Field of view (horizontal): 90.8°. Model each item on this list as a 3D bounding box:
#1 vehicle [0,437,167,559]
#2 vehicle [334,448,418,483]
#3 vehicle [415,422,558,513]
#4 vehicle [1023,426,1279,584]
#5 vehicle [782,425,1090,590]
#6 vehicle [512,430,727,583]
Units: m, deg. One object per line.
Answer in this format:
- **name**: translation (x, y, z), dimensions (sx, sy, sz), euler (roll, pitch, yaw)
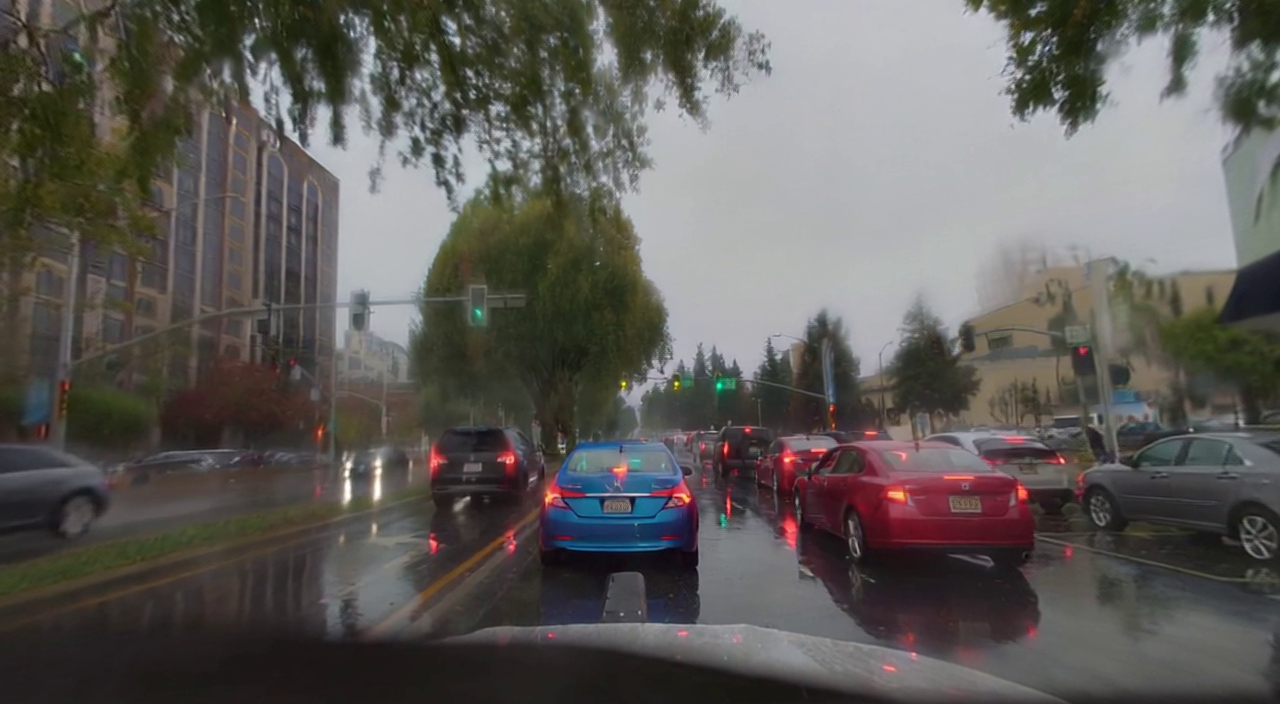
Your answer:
- **vehicle**: translation (-8.816, 1.829, 7.995), dimensions (1.966, 1.469, 4.714), euler (0, -9, 1)
- **vehicle**: translation (-12.238, 5.247, 29.619), dimensions (1.872, 1.463, 4.455), euler (0, -8, 2)
- **vehicle**: translation (-3.446, 2.710, 15.396), dimensions (2.160, 1.823, 5.115), euler (0, -8, 1)
- **vehicle**: translation (7.194, 1.732, 7.825), dimensions (2.004, 1.508, 4.646), euler (0, -8, 0)
- **vehicle**: translation (3.235, 1.762, 8.035), dimensions (2.020, 1.513, 4.120), euler (0, -8, 2)
- **vehicle**: translation (-0.177, 1.805, 8.191), dimensions (2.098, 1.477, 3.897), euler (0, -8, 1)
